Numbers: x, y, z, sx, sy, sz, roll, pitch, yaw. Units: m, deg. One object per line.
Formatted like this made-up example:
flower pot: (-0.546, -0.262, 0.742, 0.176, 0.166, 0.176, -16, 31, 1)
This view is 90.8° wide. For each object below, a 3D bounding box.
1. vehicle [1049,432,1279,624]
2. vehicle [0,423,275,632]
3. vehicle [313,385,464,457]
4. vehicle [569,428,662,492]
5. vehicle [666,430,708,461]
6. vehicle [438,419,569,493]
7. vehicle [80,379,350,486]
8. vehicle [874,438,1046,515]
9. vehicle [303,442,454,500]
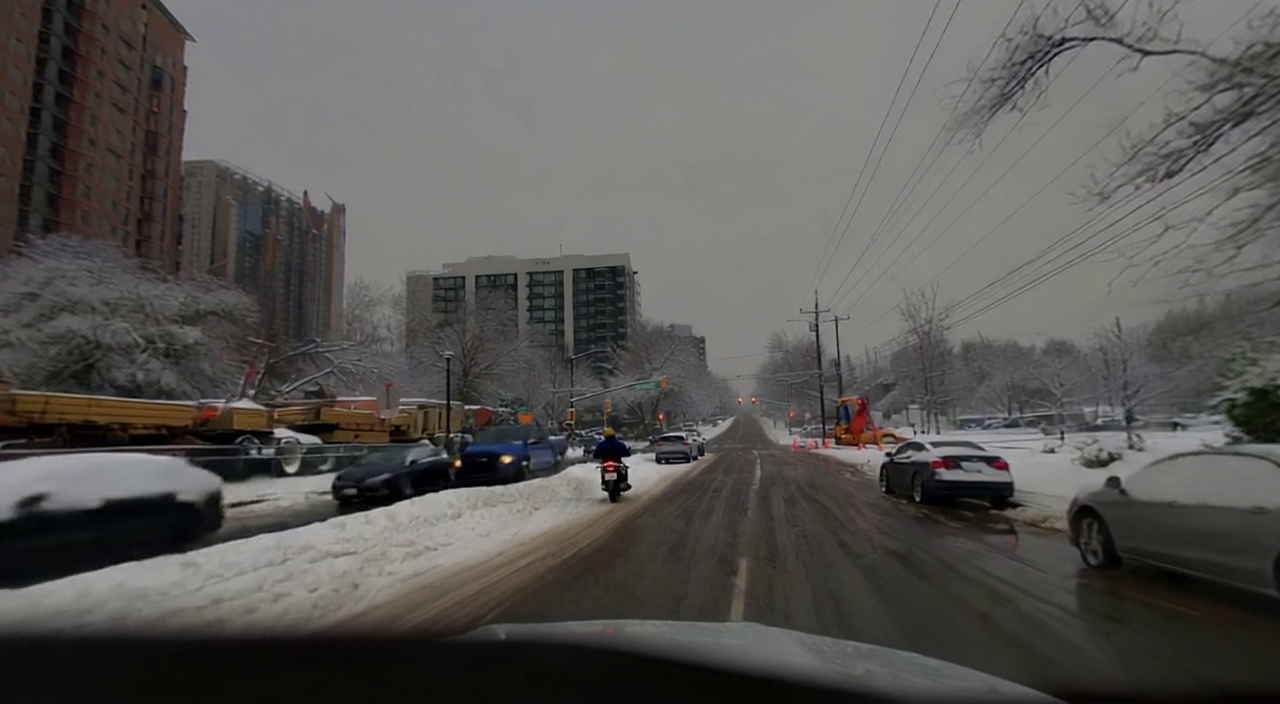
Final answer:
vehicle: (5.970, 1.535, 5.717, 1.891, 1.442, 4.560, -2, -12, 7)
vehicle: (-5.690, 1.394, 5.374, 2.105, 1.509, 4.753, -1, -8, 4)
vehicle: (-13.240, 3.970, 34.636, 2.996, 3.170, 10.153, -5, -9, 8)
vehicle: (-0.569, 3.054, 18.261, 1.925, 1.602, 4.090, -1, -8, 8)
vehicle: (3.254, 6.307, 42.847, 2.295, 1.929, 5.498, -2, -8, 9)
vehicle: (-3.920, 3.142, 19.572, 2.222, 1.911, 5.988, -1, -8, 5)
vehicle: (-14.792, 3.043, 23.427, 2.990, 3.144, 9.080, -1, -8, 6)
vehicle: (6.977, 2.714, 14.428, 1.973, 1.457, 4.522, -1, -8, 6)
vehicle: (-7.207, 3.303, 18.109, 1.932, 1.429, 4.766, -1, -8, 5)
